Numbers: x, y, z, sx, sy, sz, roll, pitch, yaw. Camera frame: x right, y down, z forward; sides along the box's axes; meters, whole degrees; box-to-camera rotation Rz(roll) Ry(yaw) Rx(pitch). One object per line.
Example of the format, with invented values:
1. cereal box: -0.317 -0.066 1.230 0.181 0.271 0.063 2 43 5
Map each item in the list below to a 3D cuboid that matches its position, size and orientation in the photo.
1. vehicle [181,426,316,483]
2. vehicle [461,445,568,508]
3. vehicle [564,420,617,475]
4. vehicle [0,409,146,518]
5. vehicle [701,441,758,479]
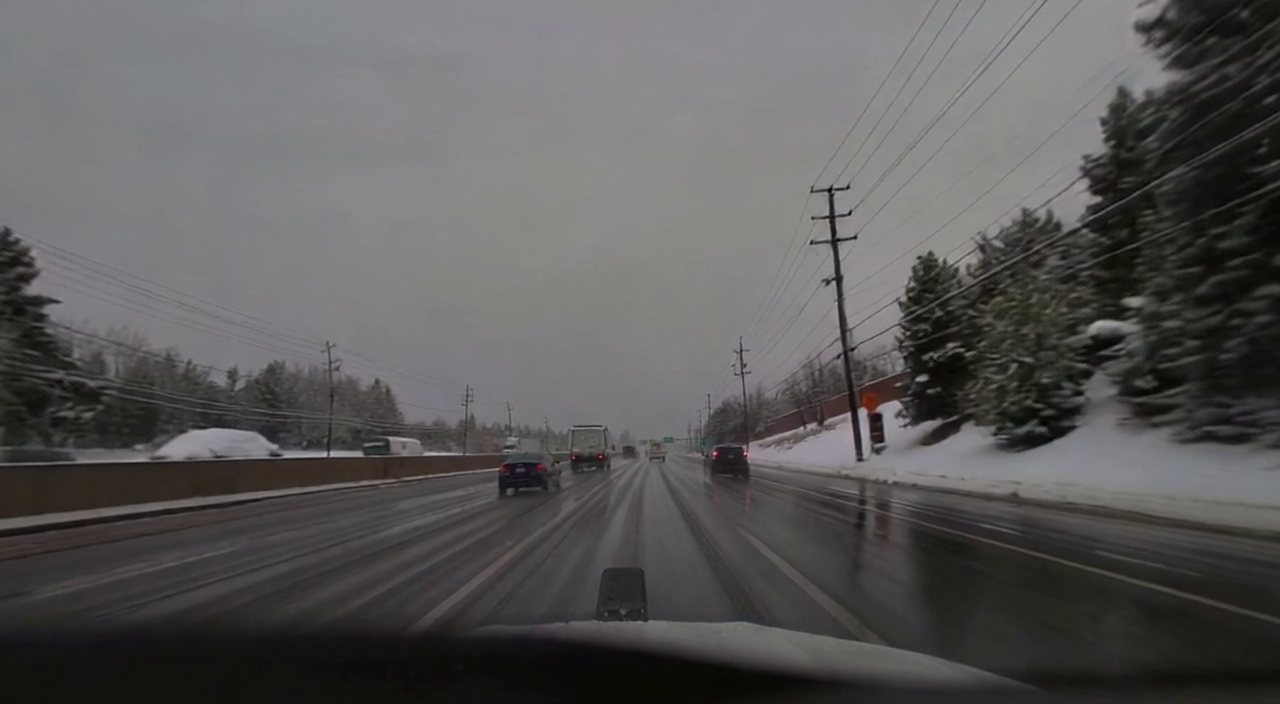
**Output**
1. vehicle: -19.440 5.147 31.883 2.216 2.563 6.917 0 -9 1
2. vehicle: -3.229 3.294 17.117 2.004 1.498 4.043 0 -9 1
3. vehicle: -3.028 6.146 40.487 2.632 3.153 6.879 0 -9 1
4. vehicle: -15.567 2.602 14.772 2.430 2.421 6.683 0 -9 1
5. vehicle: 4.533 5.542 32.670 2.214 1.799 4.627 0 -9 -1
